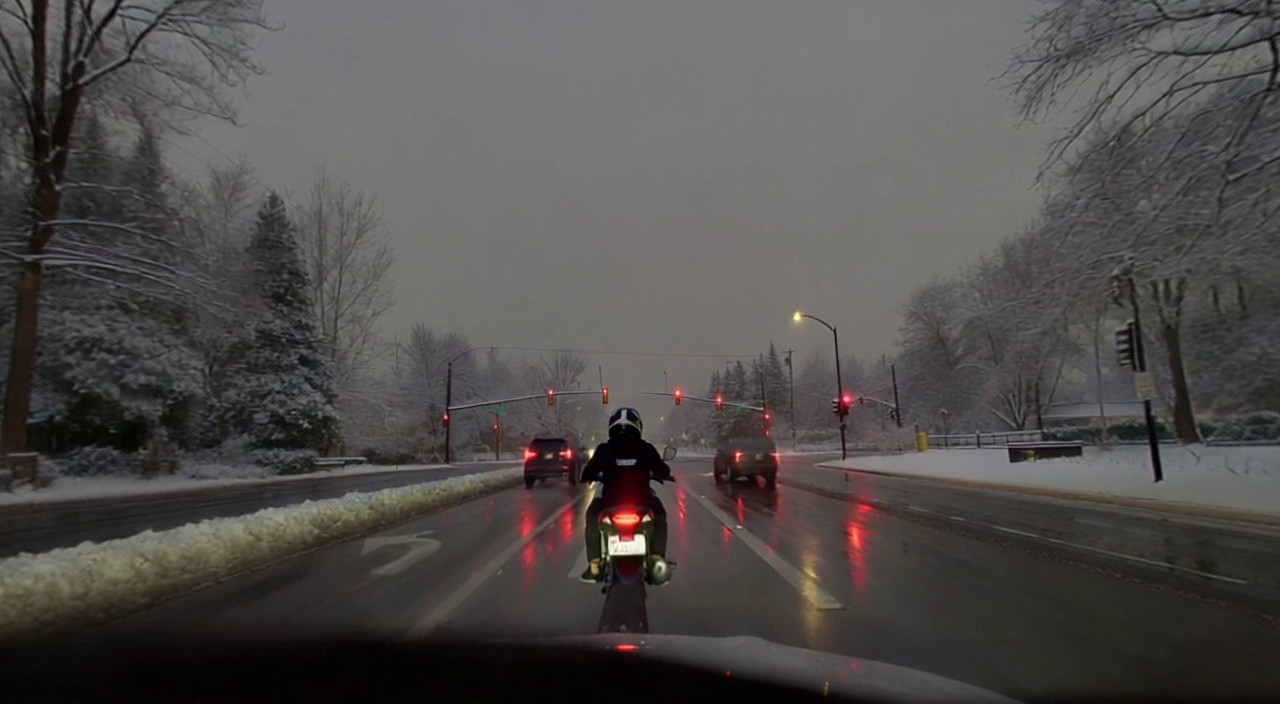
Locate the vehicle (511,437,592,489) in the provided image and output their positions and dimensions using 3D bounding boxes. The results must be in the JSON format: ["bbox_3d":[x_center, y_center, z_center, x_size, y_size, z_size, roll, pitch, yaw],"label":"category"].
[{"bbox_3d":[-3.055,3.948,22.862,2.056,1.647,5.045,-1,-8,2],"label":"vehicle"}]

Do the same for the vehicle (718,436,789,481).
[{"bbox_3d":[4.562,4.339,25.953,2.075,1.661,4.229,0,-8,0],"label":"vehicle"}]

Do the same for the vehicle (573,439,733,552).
[{"bbox_3d":[0.146,2.206,10.530,2.093,1.450,4.437,0,-8,-1],"label":"vehicle"}]
